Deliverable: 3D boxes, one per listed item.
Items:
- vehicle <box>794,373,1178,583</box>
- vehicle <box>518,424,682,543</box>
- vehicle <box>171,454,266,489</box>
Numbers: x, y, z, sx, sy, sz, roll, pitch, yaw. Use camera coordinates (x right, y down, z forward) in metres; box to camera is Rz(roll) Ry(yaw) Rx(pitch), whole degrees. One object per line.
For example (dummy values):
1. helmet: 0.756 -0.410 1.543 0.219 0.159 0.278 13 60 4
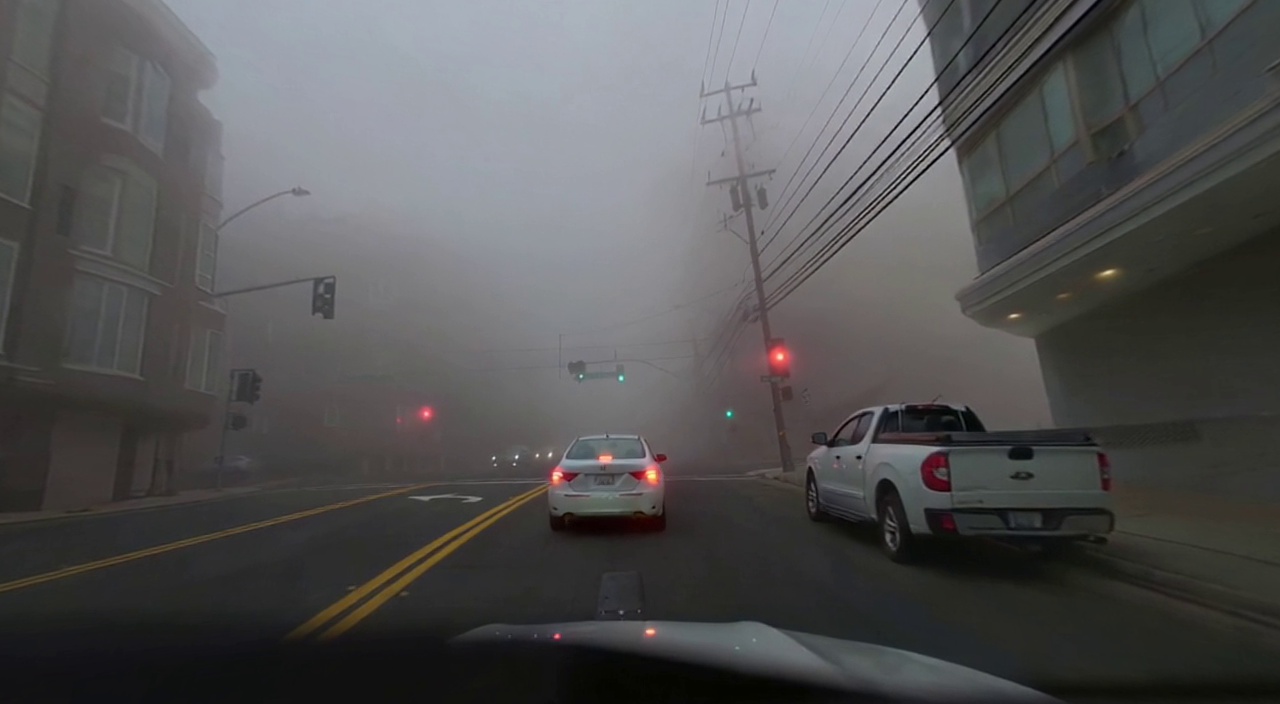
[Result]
1. vehicle: 3.835 1.518 8.451 2.248 1.945 5.011 0 -8 0
2. vehicle: -0.489 1.920 9.940 2.019 1.453 4.129 0 -8 0
3. vehicle: -25.334 7.196 38.054 4.337 1.739 1.981 -5 -11 2
